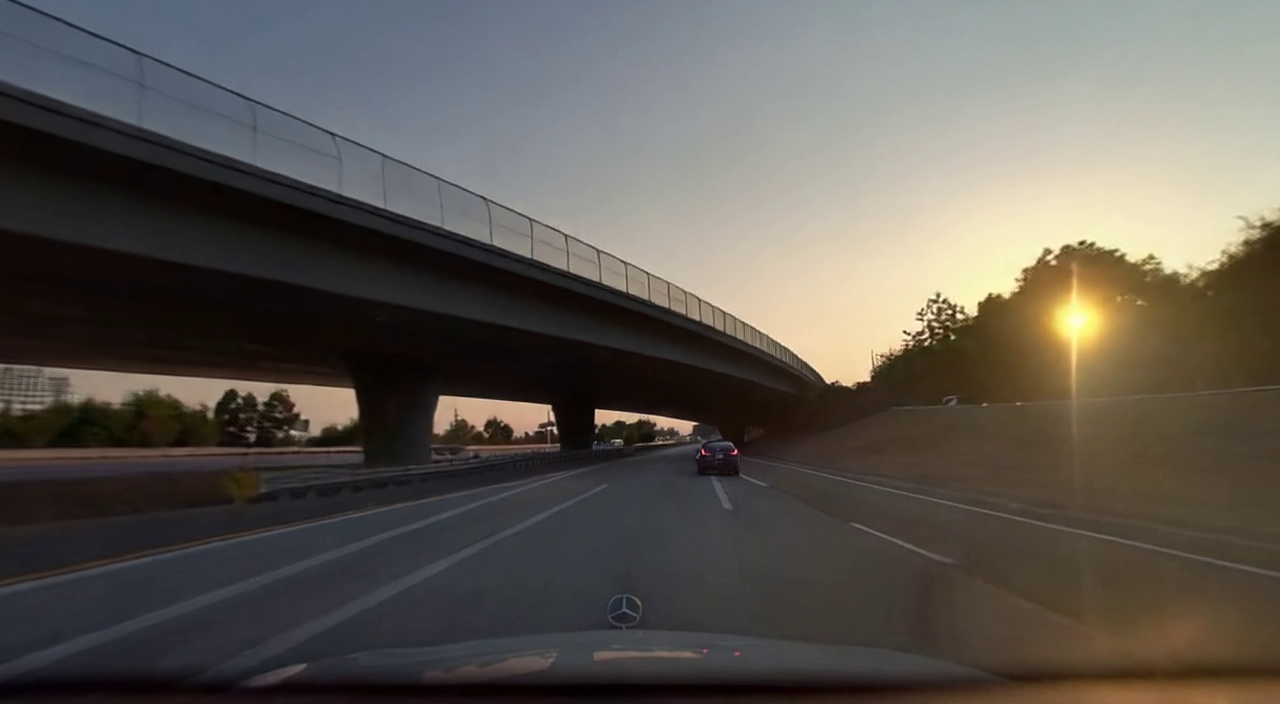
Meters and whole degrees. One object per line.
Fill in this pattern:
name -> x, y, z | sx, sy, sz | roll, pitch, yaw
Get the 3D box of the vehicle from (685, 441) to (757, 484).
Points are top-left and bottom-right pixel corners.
vehicle -> 2.850, 4.014, 23.163 | 2.124, 1.405, 4.398 | 0, -8, 1
